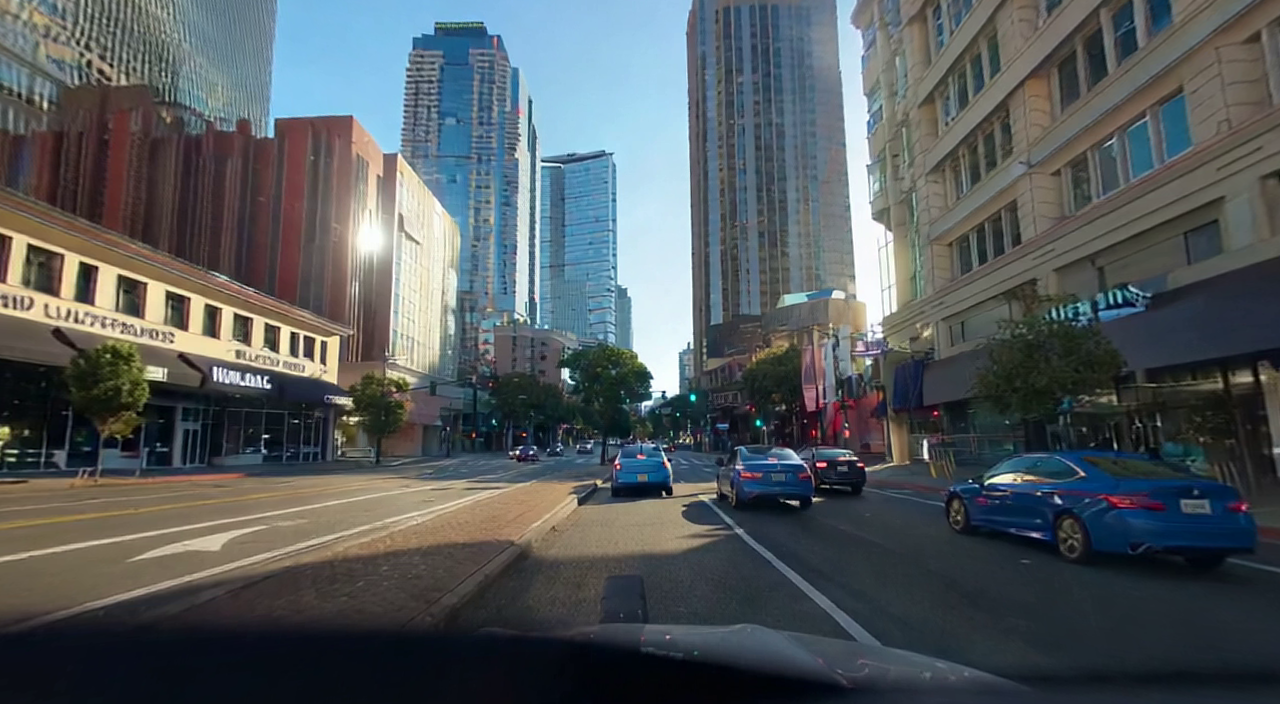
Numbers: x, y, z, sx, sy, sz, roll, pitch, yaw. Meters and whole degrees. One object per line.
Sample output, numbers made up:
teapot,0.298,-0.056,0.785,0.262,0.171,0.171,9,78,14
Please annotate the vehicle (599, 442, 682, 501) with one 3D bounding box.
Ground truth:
vehicle,0.009,3.332,18.086,2.096,1.457,4.160,0,-8,0

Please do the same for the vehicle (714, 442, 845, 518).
vehicle,3.023,2.857,14.733,1.987,1.484,4.427,0,-8,-1

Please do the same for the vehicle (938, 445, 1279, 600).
vehicle,6.151,2.018,8.545,1.914,1.484,4.639,0,-8,-1
